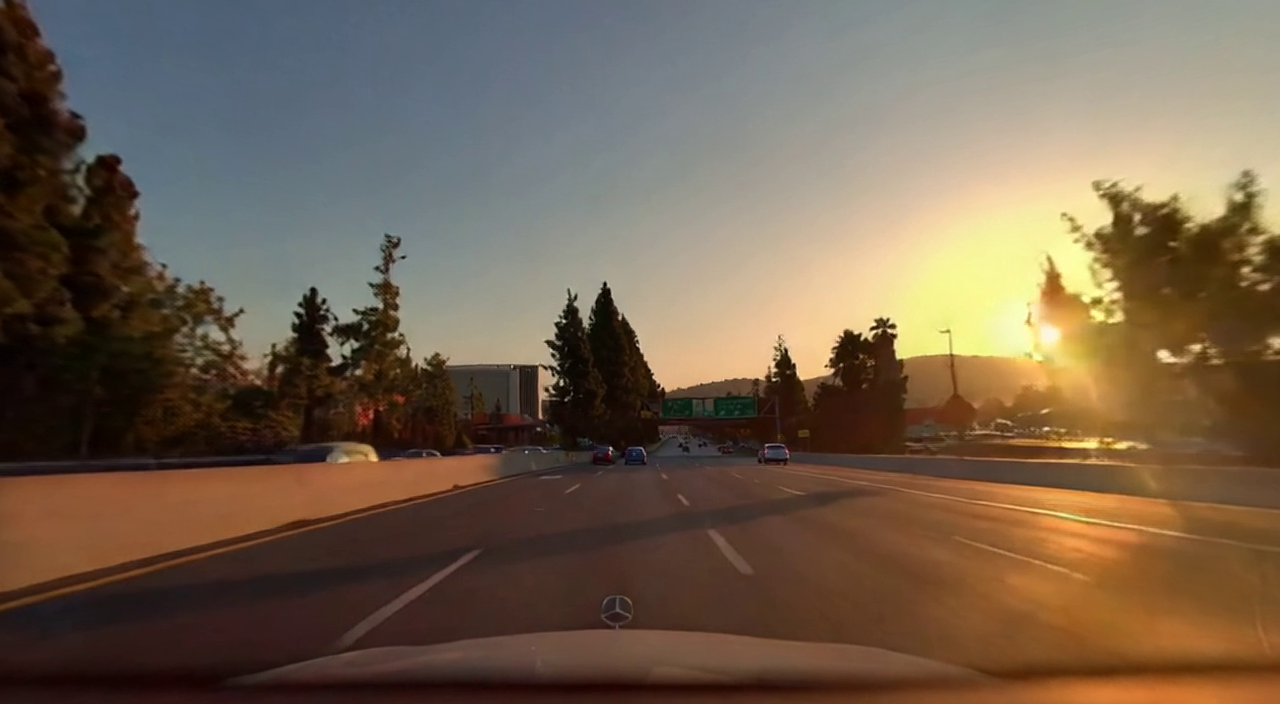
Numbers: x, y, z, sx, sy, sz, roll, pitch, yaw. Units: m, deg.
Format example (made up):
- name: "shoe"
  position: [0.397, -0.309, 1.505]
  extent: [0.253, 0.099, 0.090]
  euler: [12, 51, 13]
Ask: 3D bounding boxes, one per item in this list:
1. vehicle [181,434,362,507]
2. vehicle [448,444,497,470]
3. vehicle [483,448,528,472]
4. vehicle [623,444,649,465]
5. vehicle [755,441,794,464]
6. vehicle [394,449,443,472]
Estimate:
- name: "vehicle"
  position: [-9.758, 3.162, 17.317]
  extent: [2.100, 1.668, 4.686]
  euler: [-1, -9, 0]
- name: "vehicle"
  position: [-12.189, 7.689, 46.432]
  extent: [2.142, 1.805, 5.075]
  euler: [-1, -9, 1]
- name: "vehicle"
  position: [-8.885, 7.163, 42.089]
  extent: [1.975, 1.495, 4.510]
  euler: [-1, -9, 0]
- name: "vehicle"
  position: [-0.260, 8.017, 49.421]
  extent: [1.977, 1.513, 3.546]
  euler: [-1, -9, 1]
- name: "vehicle"
  position: [10.504, 7.882, 49.640]
  extent: [2.130, 1.703, 4.572]
  euler: [-1, -9, 1]
- name: "vehicle"
  position: [-15.655, 7.656, 44.888]
  extent: [1.876, 1.513, 4.205]
  euler: [-1, -9, 1]
